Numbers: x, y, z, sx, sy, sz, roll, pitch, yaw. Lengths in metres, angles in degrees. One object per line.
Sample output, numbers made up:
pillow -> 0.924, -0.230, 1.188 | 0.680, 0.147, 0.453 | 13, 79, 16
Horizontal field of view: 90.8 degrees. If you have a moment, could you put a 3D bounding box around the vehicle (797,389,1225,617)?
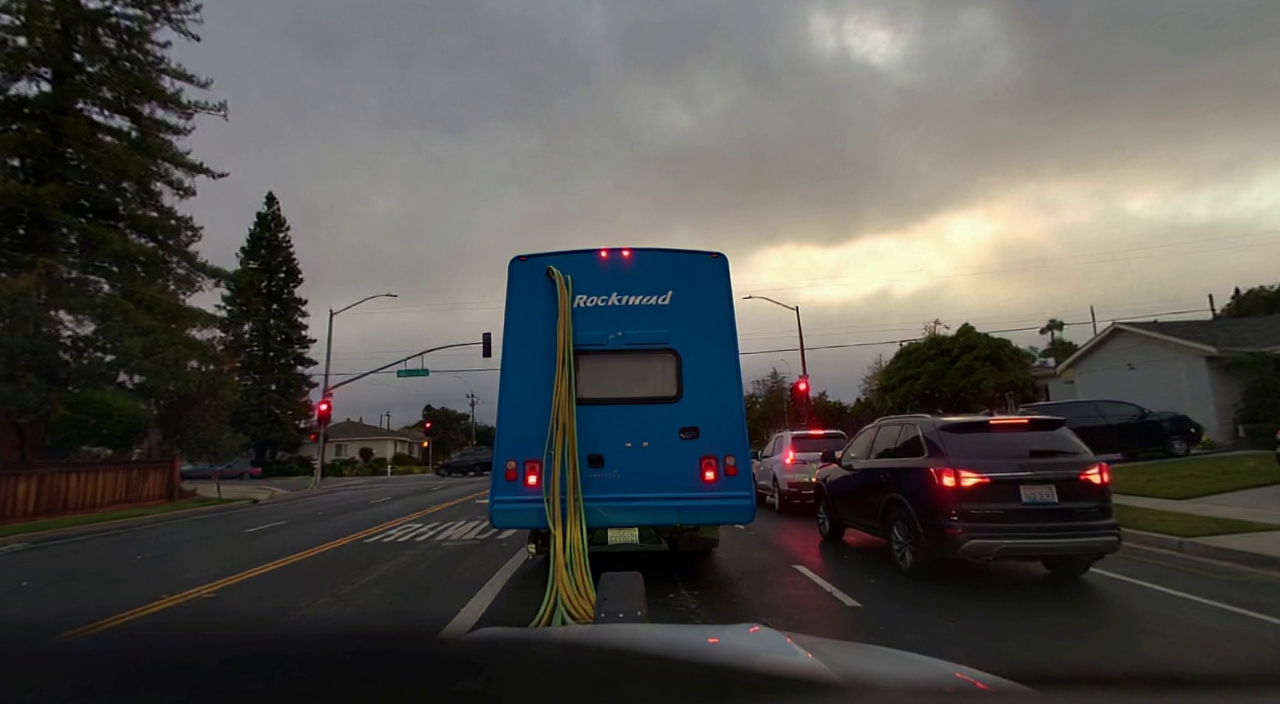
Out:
vehicle -> 3.407, 1.490, 7.131 | 2.104, 1.735, 4.408 | 0, -9, 0

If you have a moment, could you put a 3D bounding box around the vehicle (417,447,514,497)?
vehicle -> -5.790, 4.012, 21.631 | 1.979, 1.483, 4.668 | 0, -9, 0

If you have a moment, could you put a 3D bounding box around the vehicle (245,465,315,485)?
vehicle -> -27.413, 9.364, 48.139 | 4.187, 1.445, 1.809 | 0, -9, 0

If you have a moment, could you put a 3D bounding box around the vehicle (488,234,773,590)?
vehicle -> -0.097, 1.133, 10.327 | 2.709, 3.511, 8.213 | 0, -9, 0

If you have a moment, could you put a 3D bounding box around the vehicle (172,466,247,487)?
vehicle -> -32.646, 9.412, 47.957 | 4.311, 1.458, 1.707 | 0, -9, -3
